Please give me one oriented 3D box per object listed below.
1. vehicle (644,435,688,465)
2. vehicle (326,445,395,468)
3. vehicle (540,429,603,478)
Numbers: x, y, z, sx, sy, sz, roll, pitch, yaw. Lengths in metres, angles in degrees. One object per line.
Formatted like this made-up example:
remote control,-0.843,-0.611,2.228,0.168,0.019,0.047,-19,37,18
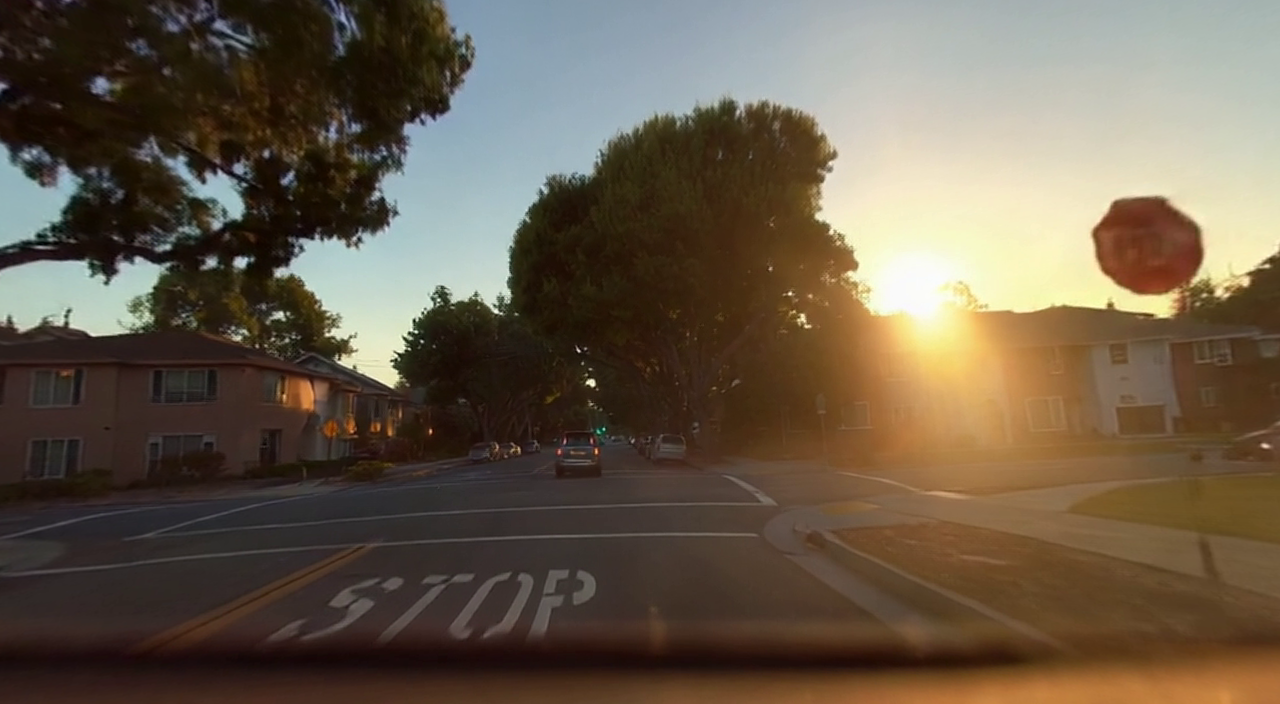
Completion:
vehicle,1.412,5.524,35.670,1.987,1.608,3.883,1,-8,-5
vehicle,-19.069,7.140,43.101,3.806,1.501,1.892,0,-8,-2
vehicle,-2.540,3.907,24.466,2.172,1.722,4.201,0,-8,-3
